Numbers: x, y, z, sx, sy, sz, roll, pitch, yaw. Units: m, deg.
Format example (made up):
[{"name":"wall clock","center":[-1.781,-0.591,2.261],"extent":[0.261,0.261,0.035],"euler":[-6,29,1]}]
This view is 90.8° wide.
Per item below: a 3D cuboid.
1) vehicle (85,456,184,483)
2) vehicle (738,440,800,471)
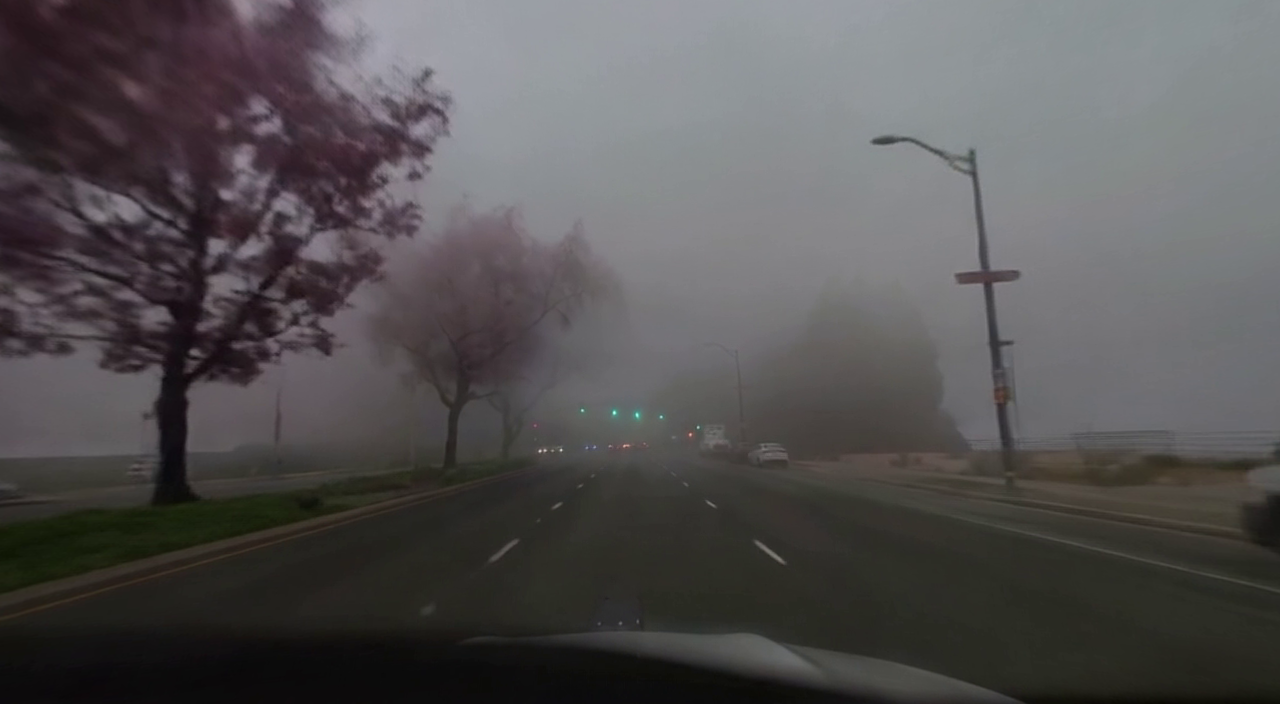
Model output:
[{"name":"vehicle","center":[-34.970,8.104,43.891],"extent":[1.985,1.691,5.024],"euler":[-3,-9,16]},{"name":"vehicle","center":[6.500,5.279,32.385],"extent":[1.891,1.456,4.909],"euler":[0,-8,-3]}]
